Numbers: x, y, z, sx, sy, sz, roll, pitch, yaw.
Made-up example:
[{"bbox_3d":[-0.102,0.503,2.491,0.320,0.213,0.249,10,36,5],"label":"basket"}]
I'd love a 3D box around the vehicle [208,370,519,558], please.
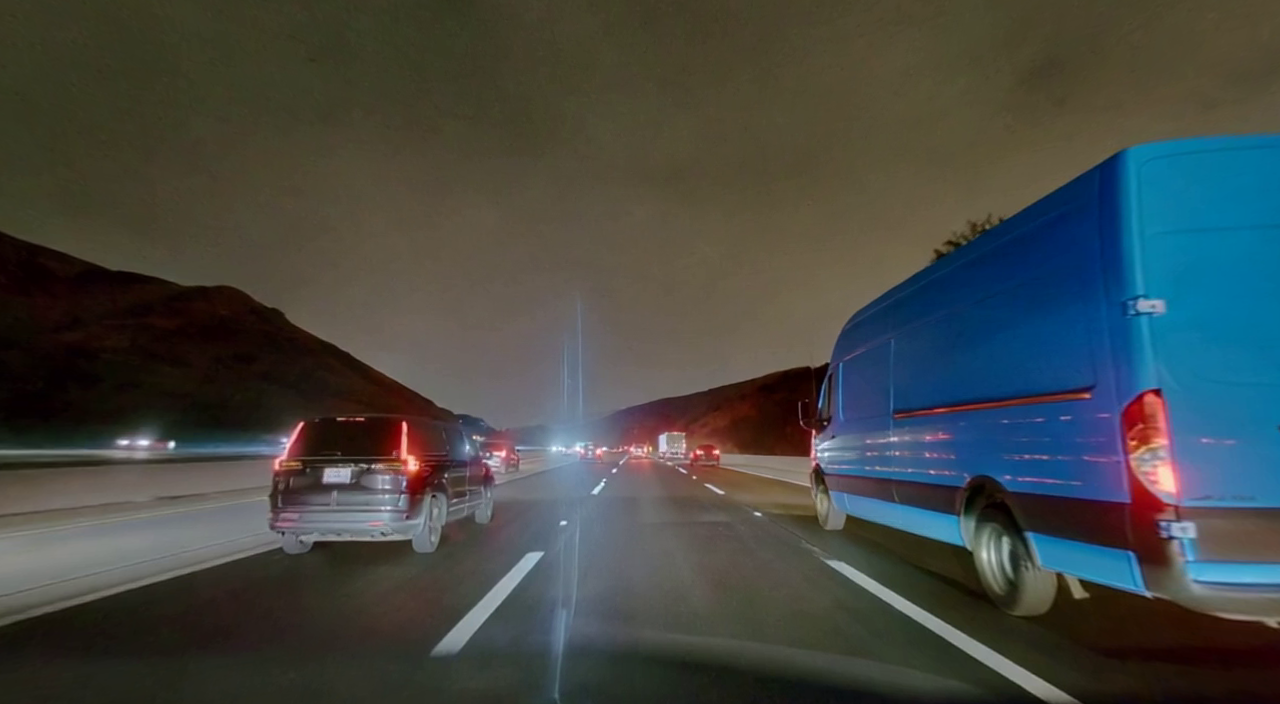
[{"bbox_3d":[-3.819,1.751,10.380,2.421,2.203,5.775,0,-9,1],"label":"vehicle"}]

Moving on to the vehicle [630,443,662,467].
[{"bbox_3d":[0.386,6.842,41.916,2.014,1.543,3.804,0,-9,0],"label":"vehicle"}]

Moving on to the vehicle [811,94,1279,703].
[{"bbox_3d":[4.228,0.717,6.725,2.764,3.260,7.019,0,-9,0],"label":"vehicle"}]

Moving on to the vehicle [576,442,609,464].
[{"bbox_3d":[-3.590,7.736,48.118,2.138,1.581,4.340,0,-9,0],"label":"vehicle"}]

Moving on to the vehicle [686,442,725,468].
[{"bbox_3d":[4.198,6.713,41.060,2.051,1.598,4.145,0,-9,-1],"label":"vehicle"}]
